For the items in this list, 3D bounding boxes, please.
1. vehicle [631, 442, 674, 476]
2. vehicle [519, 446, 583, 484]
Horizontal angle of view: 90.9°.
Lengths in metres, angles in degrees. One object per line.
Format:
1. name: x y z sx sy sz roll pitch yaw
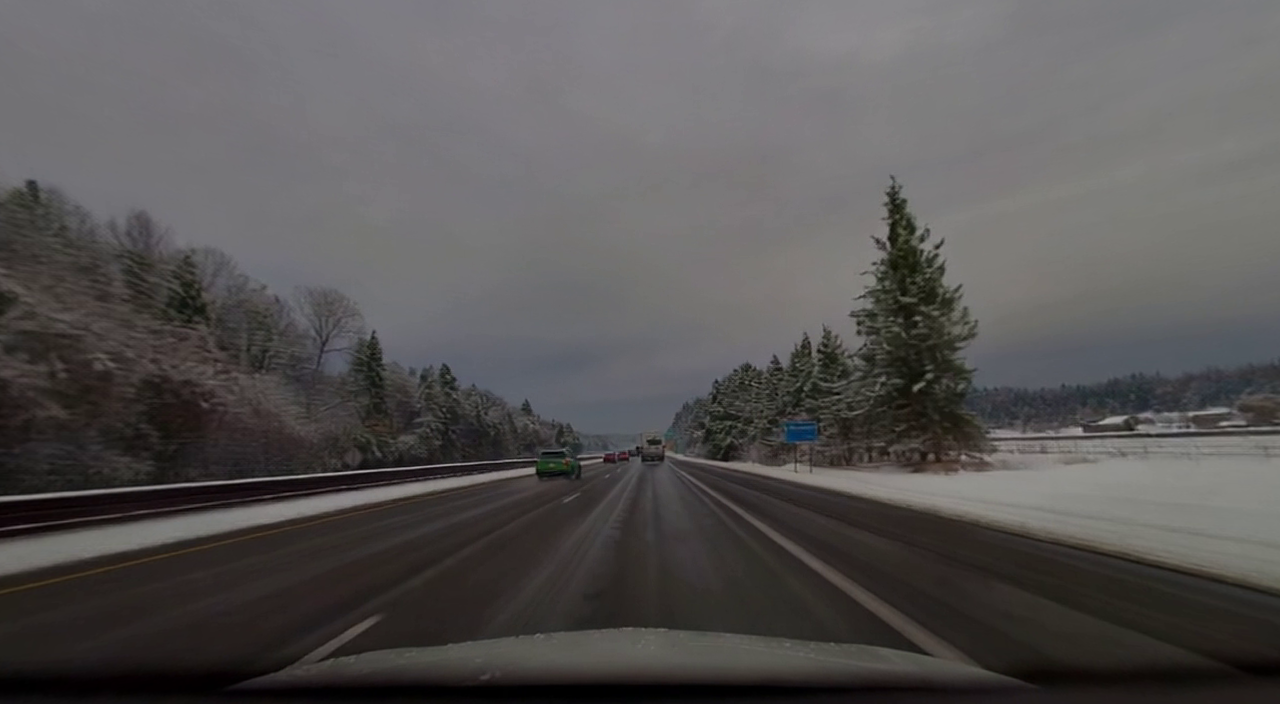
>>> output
1. vehicle: 0.623 5.782 34.246 2.172 1.687 3.929 0 -9 0
2. vehicle: -3.698 4.790 26.937 1.998 1.460 4.422 0 -9 1
